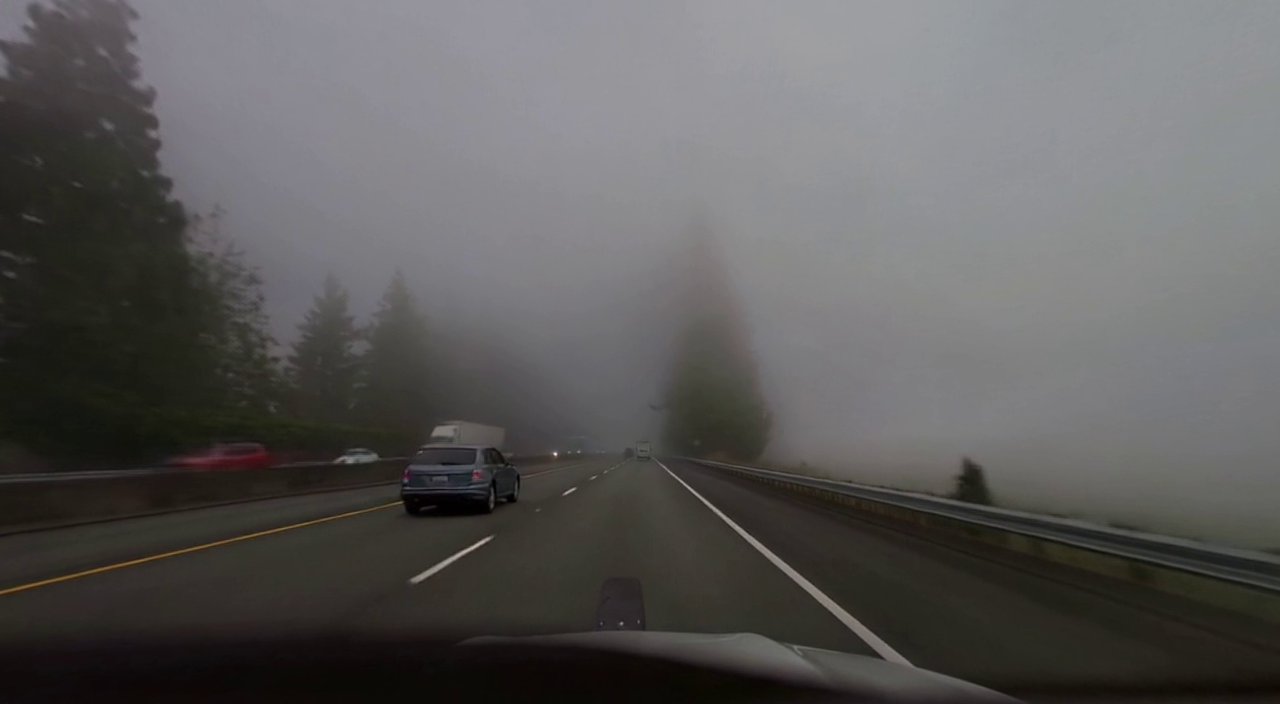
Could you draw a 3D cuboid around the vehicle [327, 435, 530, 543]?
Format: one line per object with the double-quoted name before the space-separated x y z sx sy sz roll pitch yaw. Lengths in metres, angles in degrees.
"vehicle" -3.409 2.309 11.313 1.969 1.505 4.636 0 -9 1
